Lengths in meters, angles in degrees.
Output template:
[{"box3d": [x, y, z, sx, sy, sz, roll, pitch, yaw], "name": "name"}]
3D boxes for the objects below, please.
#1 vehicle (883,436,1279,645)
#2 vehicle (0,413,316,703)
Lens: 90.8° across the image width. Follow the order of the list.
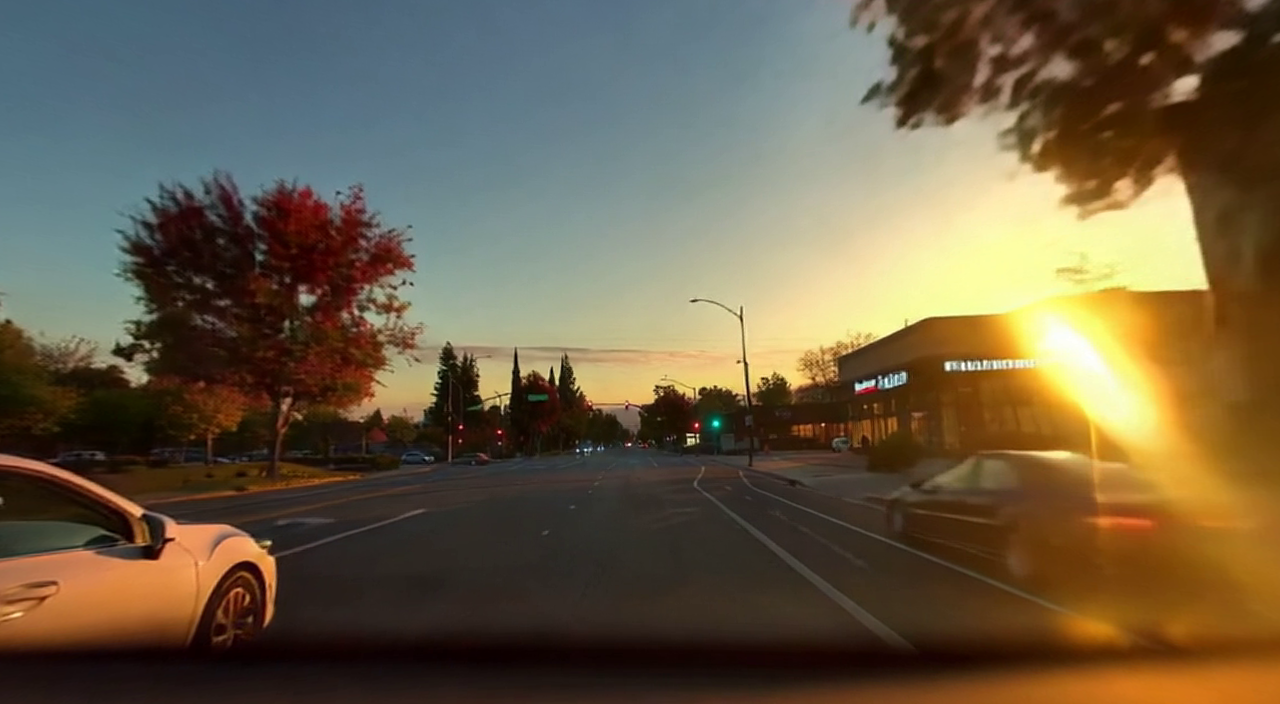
[{"box3d": [4.591, 1.674, 6.841, 2.026, 1.441, 4.697, 0, -8, 0], "name": "vehicle"}, {"box3d": [-3.036, 0.875, 1.737, 1.874, 1.424, 4.553, 0, -8, 0], "name": "vehicle"}]
